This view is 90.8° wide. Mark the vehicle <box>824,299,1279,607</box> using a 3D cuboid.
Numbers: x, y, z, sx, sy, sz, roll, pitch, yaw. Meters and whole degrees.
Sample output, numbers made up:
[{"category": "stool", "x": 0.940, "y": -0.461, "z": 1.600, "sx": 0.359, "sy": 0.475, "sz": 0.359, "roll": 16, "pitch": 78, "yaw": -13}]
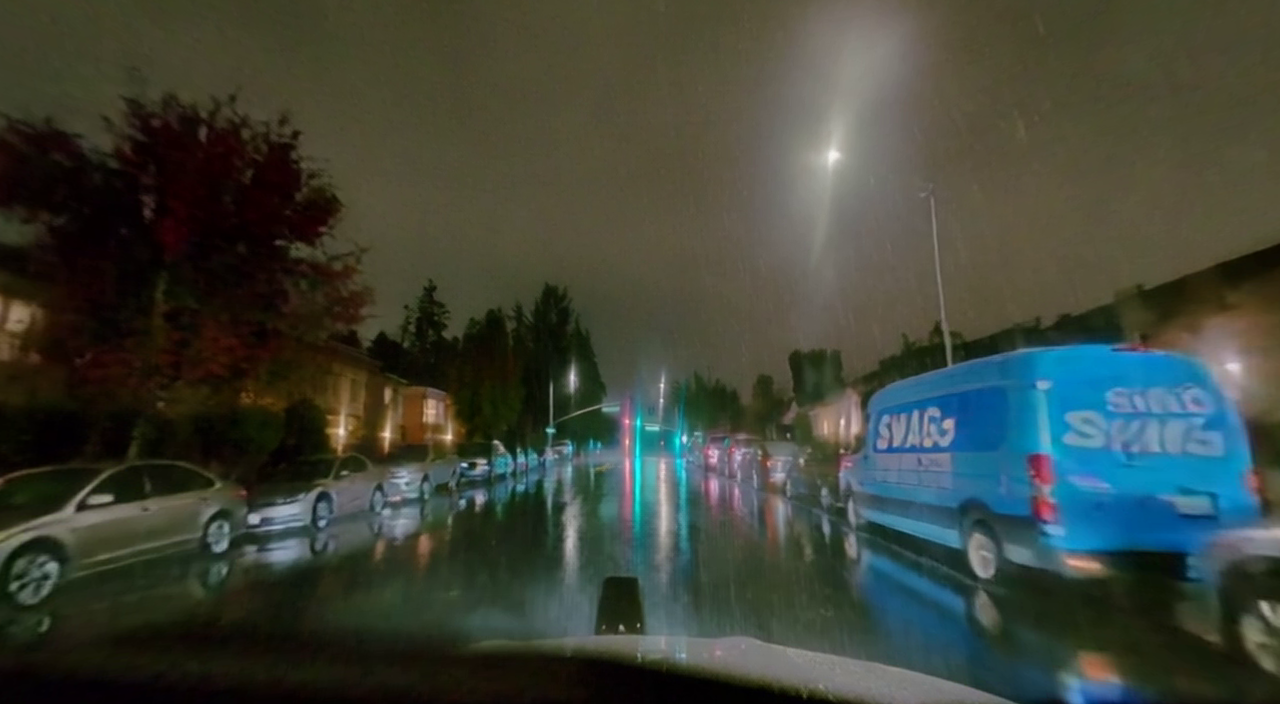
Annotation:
[{"category": "vehicle", "x": 4.535, "y": 1.259, "z": 8.388, "sx": 2.178, "sy": 2.656, "sz": 5.712, "roll": 0, "pitch": -9, "yaw": -3}]

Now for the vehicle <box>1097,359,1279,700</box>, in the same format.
[{"category": "vehicle", "x": 4.301, "y": 0.659, "z": 1.505, "sx": 1.907, "sy": 1.768, "sz": 6.059, "roll": 0, "pitch": -8, "yaw": 0}]

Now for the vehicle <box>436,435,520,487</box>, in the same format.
[{"category": "vehicle", "x": -6.950, "y": 4.727, "z": 27.884, "sx": 2.195, "sy": 2.023, "sz": 6.055, "roll": 0, "pitch": -8, "yaw": -1}]

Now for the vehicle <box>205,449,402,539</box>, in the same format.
[{"category": "vehicle", "x": -6.847, "y": 2.867, "z": 13.577, "sx": 1.828, "sy": 1.468, "sz": 4.738, "roll": -2, "pitch": -8, "yaw": -3}]

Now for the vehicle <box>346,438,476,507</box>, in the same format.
[{"category": "vehicle", "x": -6.954, "y": 3.678, "z": 19.968, "sx": 2.162, "sy": 1.846, "sz": 5.426, "roll": 0, "pitch": -8, "yaw": -1}]

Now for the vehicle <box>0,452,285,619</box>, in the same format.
[{"category": "vehicle", "x": -6.782, "y": 2.015, "z": 7.894, "sx": 1.869, "sy": 1.467, "sz": 4.921, "roll": 0, "pitch": -8, "yaw": 0}]
